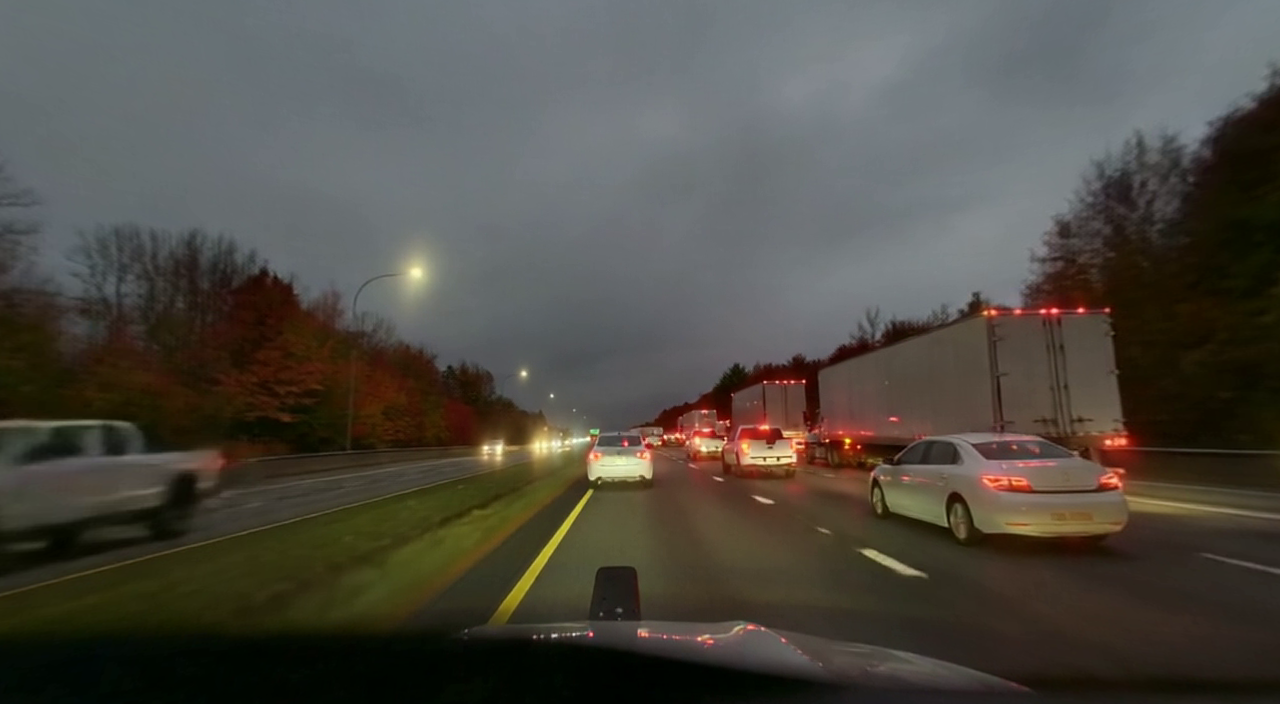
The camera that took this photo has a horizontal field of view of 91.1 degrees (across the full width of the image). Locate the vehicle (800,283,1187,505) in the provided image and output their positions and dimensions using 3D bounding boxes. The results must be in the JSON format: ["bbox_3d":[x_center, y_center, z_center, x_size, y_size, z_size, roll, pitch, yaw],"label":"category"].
[{"bbox_3d":[8.272,1.681,18.641,2.908,4.099,14.103,0,-8,-2],"label":"vehicle"}]

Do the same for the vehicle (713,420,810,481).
[{"bbox_3d":[3.665,3.063,19.779,2.147,1.707,3.963,0,-8,-2],"label":"vehicle"}]

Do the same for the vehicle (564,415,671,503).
[{"bbox_3d":[-0.465,2.400,14.563,2.087,1.709,4.455,0,-8,-1],"label":"vehicle"}]

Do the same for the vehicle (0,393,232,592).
[{"bbox_3d":[-7.752,1.608,7.642,2.203,2.043,5.050,0,-8,-1],"label":"vehicle"}]

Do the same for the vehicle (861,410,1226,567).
[{"bbox_3d":[4.689,1.611,8.251,2.040,1.523,4.068,0,-8,-1],"label":"vehicle"}]
